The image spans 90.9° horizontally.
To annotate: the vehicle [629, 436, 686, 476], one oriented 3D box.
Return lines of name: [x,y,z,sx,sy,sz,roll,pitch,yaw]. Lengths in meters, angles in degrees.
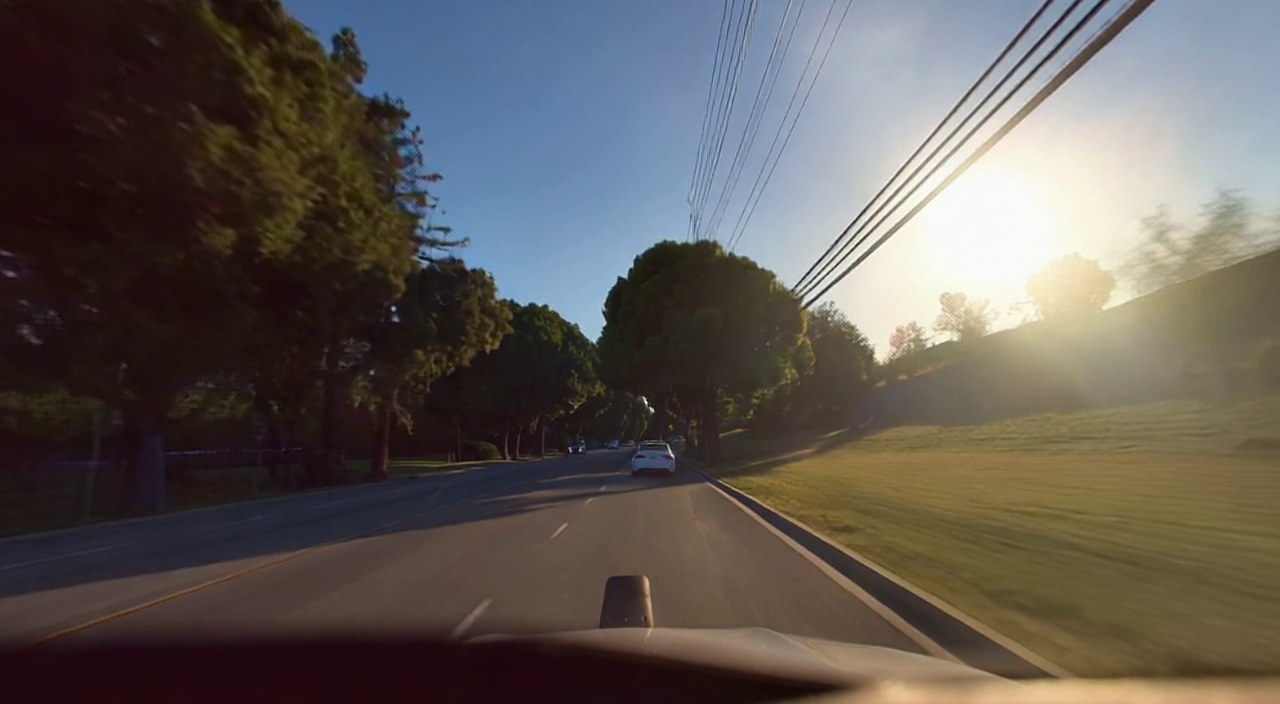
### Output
vehicle: [0.691,4.239,25.860,2.153,1.461,4.374,0,-8,1]
